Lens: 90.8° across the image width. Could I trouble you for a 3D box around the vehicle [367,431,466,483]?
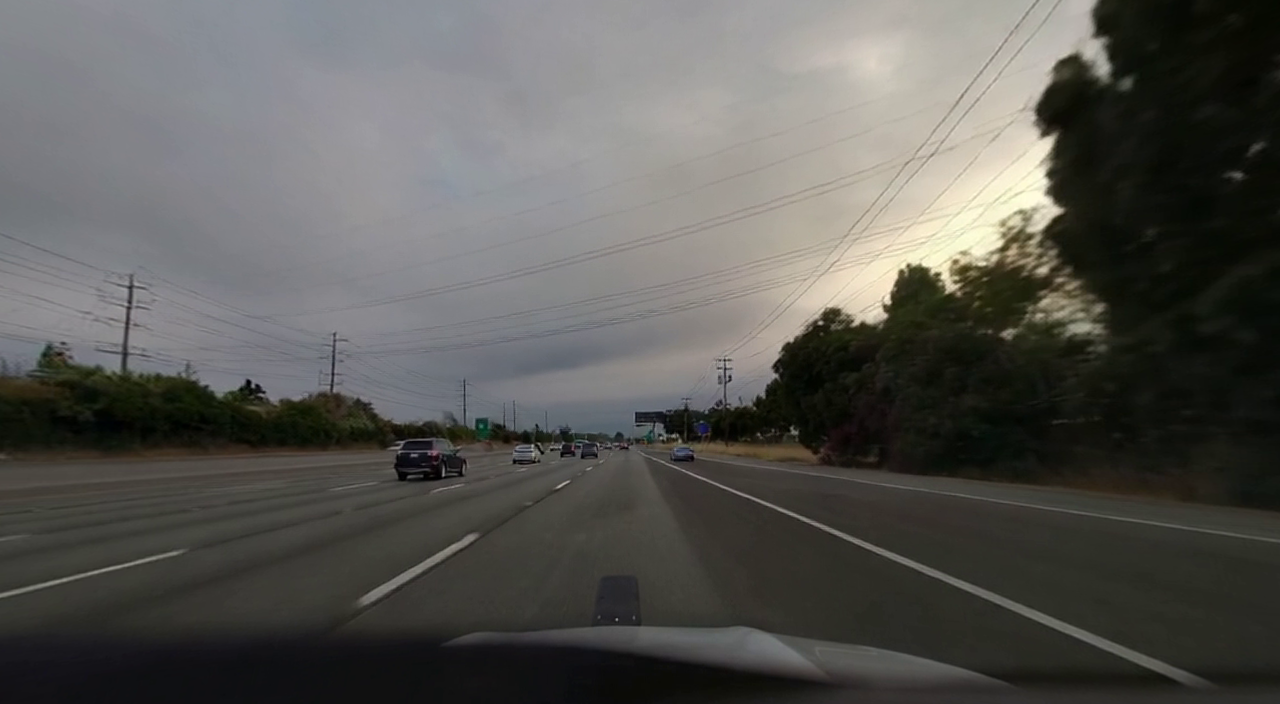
[{"bbox_3d":[-8.633,4.108,24.990,2.115,1.799,5.444,0,-9,-2],"label":"vehicle"}]
